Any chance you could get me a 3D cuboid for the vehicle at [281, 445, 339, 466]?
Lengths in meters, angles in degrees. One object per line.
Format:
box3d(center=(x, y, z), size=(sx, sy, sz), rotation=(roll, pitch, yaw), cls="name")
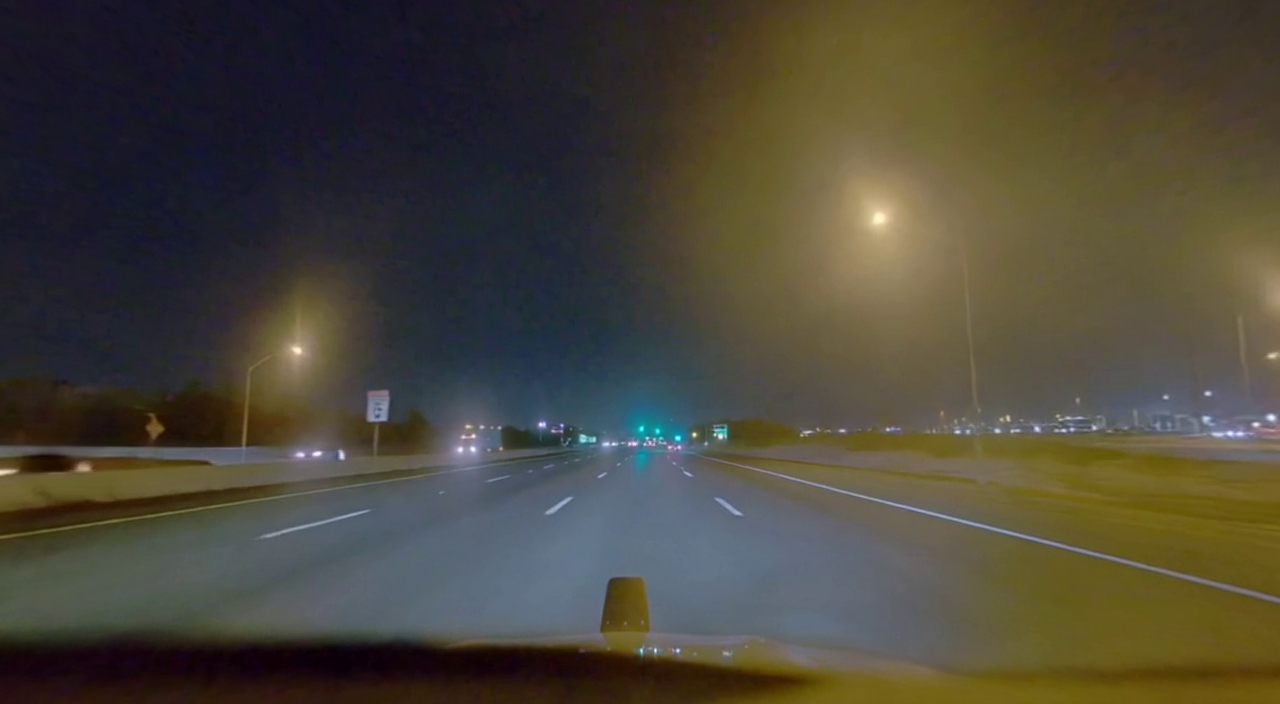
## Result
box3d(center=(-25.376, 7.968, 48.657), size=(1.976, 1.511, 4.503), rotation=(0, -8, 1), cls="vehicle")
